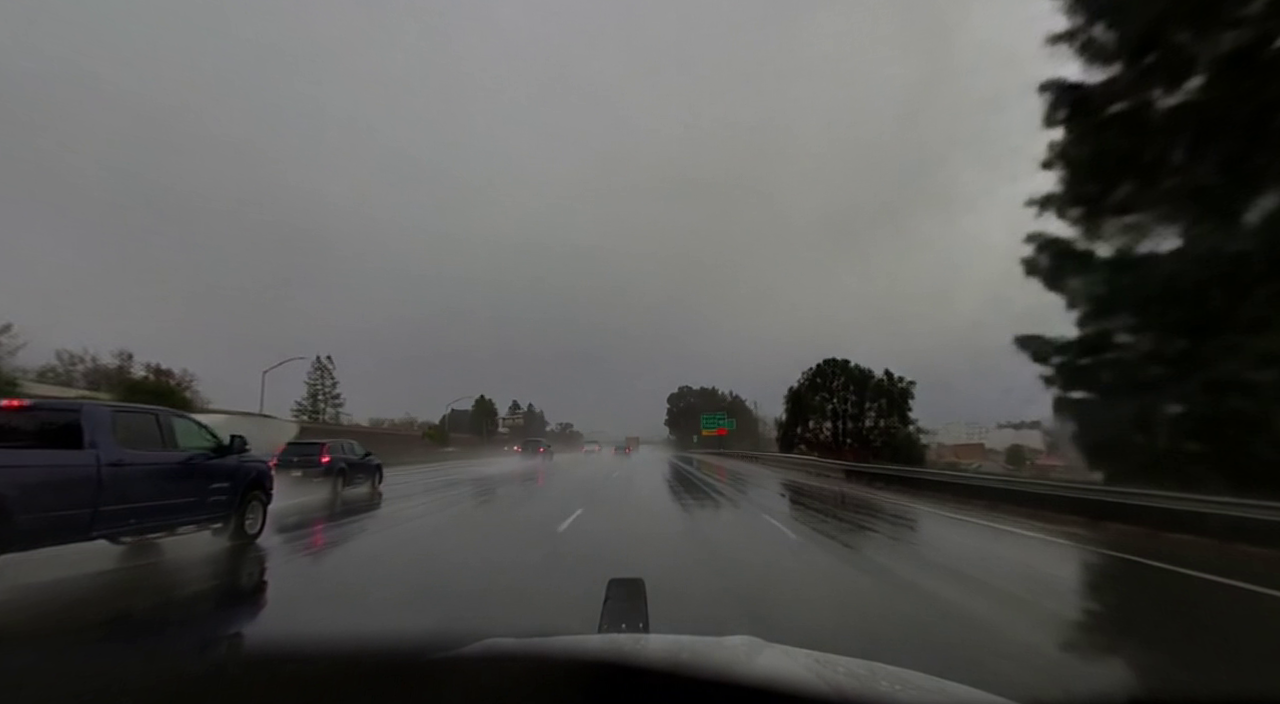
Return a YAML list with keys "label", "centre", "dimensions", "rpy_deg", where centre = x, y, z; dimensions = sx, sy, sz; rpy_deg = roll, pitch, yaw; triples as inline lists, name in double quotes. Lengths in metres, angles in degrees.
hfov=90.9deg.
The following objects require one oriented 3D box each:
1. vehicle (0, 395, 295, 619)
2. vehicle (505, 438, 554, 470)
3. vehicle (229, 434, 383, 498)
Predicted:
- label: "vehicle"
  centre: [-6.312, 1.389, 6.104]
  dimensions: [2.403, 1.773, 6.276]
  rpy_deg: [0, -8, 0]
- label: "vehicle"
  centre: [-6.318, 5.880, 36.589]
  dimensions: [2.009, 1.735, 4.358]
  rpy_deg: [0, -8, 1]
- label: "vehicle"
  centre: [-9.691, 3.321, 18.818]
  dimensions: [2.060, 1.662, 4.469]
  rpy_deg: [0, -8, 1]
